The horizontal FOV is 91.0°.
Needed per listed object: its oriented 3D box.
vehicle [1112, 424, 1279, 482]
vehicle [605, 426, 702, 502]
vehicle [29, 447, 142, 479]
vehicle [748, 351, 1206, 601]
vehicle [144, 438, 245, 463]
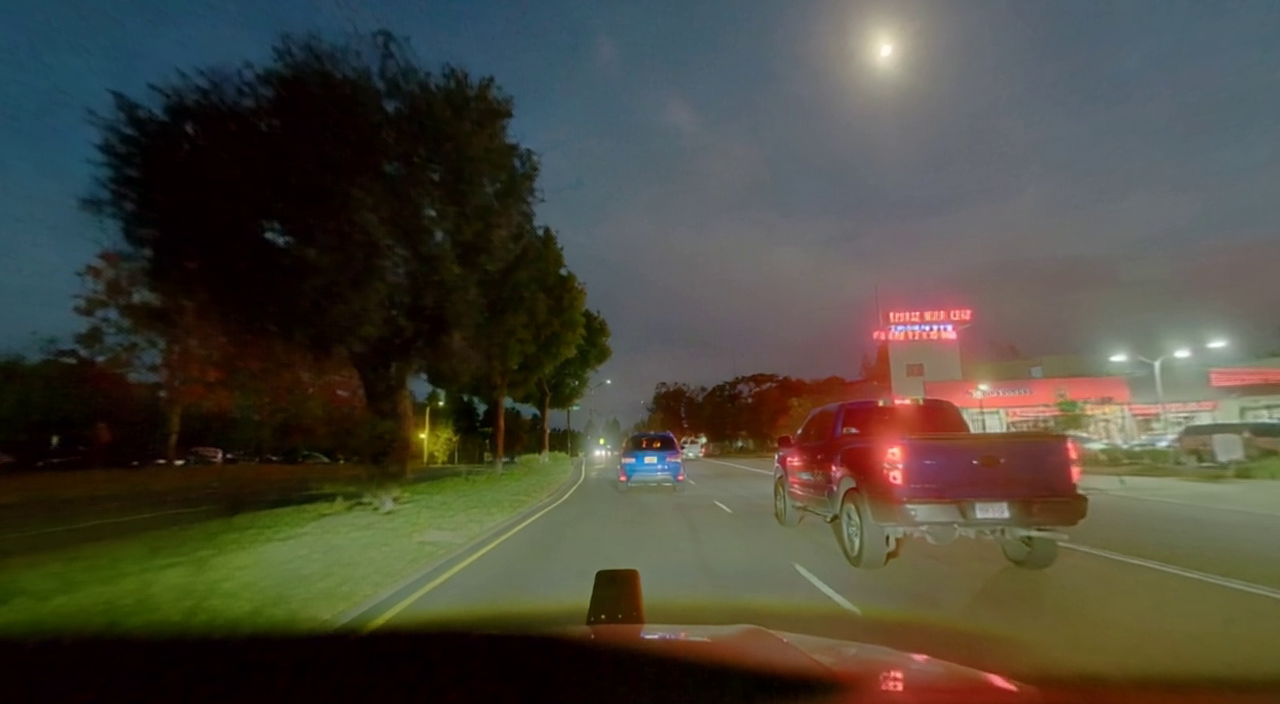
[{"bbox_3d":[18.224,3.294,20.744,1.974,1.678,4.213,1,-8,-1],"label":"vehicle"},{"bbox_3d":[0.298,2.768,15.887,2.145,1.650,4.021,0,-8,0],"label":"vehicle"},{"bbox_3d":[-28.065,5.620,31.964,3.894,1.527,1.872,-1,-10,-1],"label":"vehicle"},{"bbox_3d":[3.367,1.486,8.412,2.731,2.101,6.047,0,-8,0],"label":"vehicle"},{"bbox_3d":[-32.520,7.201,46.089,5.603,1.772,2.150,1,-9,-2],"label":"vehicle"}]
